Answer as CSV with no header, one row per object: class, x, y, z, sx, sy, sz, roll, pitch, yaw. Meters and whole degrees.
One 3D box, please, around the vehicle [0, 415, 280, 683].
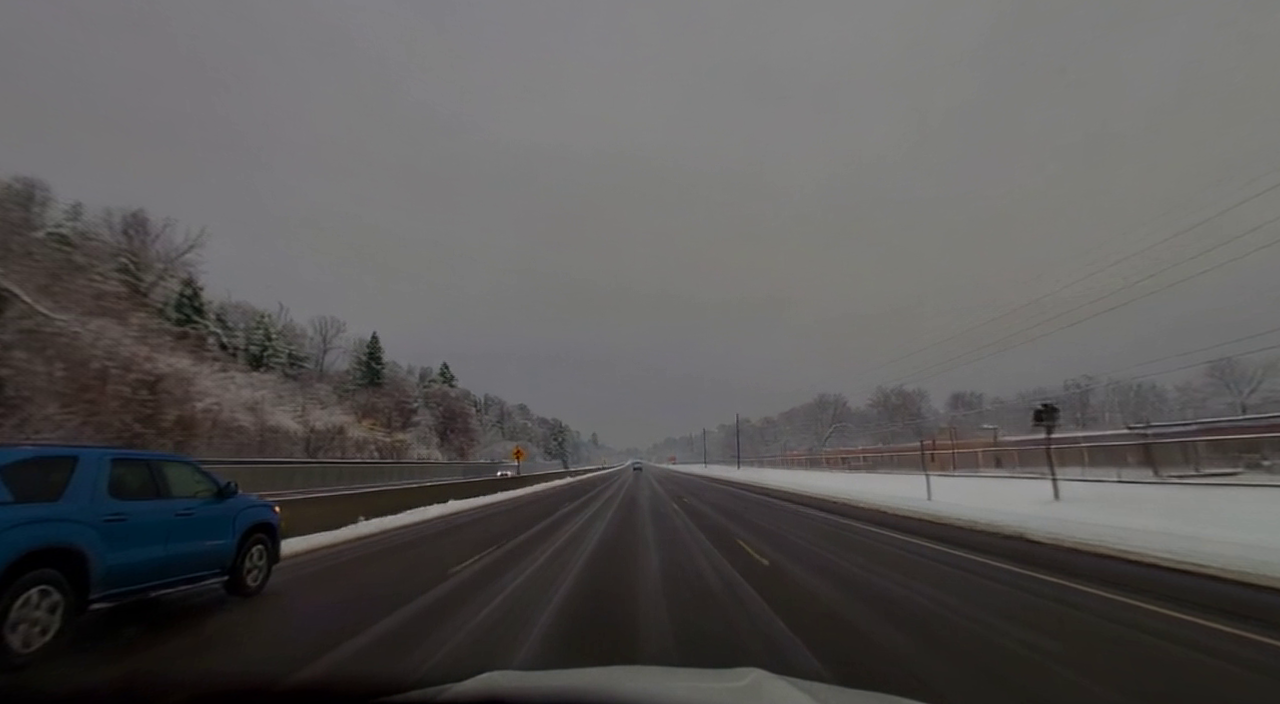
vehicle,-4.666,1.264,4.363,1.914,1.534,4.015,1,-10,0
